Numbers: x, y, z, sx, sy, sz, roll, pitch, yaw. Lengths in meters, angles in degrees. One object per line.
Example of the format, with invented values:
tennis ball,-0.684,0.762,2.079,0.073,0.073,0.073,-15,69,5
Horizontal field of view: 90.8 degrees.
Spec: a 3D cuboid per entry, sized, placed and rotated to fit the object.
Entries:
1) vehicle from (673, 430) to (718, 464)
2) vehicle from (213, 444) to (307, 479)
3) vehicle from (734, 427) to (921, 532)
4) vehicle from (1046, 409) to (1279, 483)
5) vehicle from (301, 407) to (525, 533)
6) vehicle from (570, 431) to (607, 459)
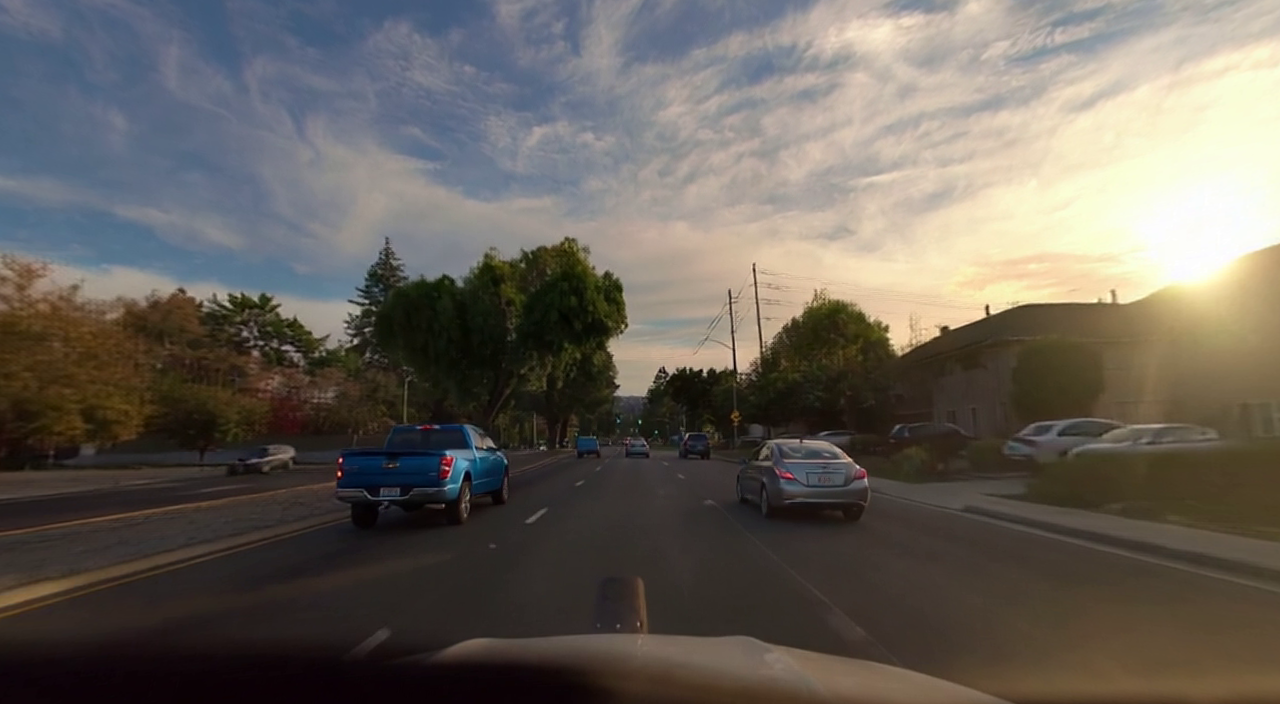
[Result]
vehicle,3.154,5.489,36.818,2.099,1.845,4.363,0,-8,-2
vehicle,-18.318,5.246,30.691,1.841,1.554,4.260,0,-8,1
vehicle,2.952,2.091,11.032,1.884,1.463,4.195,0,-8,-1
vehicle,14.033,2.529,17.112,4.647,1.841,2.009,0,-8,-2
vehicle,-3.644,2.008,11.489,2.111,1.745,5.274,0,-8,0
vehicle,-3.517,6.452,44.000,2.218,1.829,4.492,0,-8,0
